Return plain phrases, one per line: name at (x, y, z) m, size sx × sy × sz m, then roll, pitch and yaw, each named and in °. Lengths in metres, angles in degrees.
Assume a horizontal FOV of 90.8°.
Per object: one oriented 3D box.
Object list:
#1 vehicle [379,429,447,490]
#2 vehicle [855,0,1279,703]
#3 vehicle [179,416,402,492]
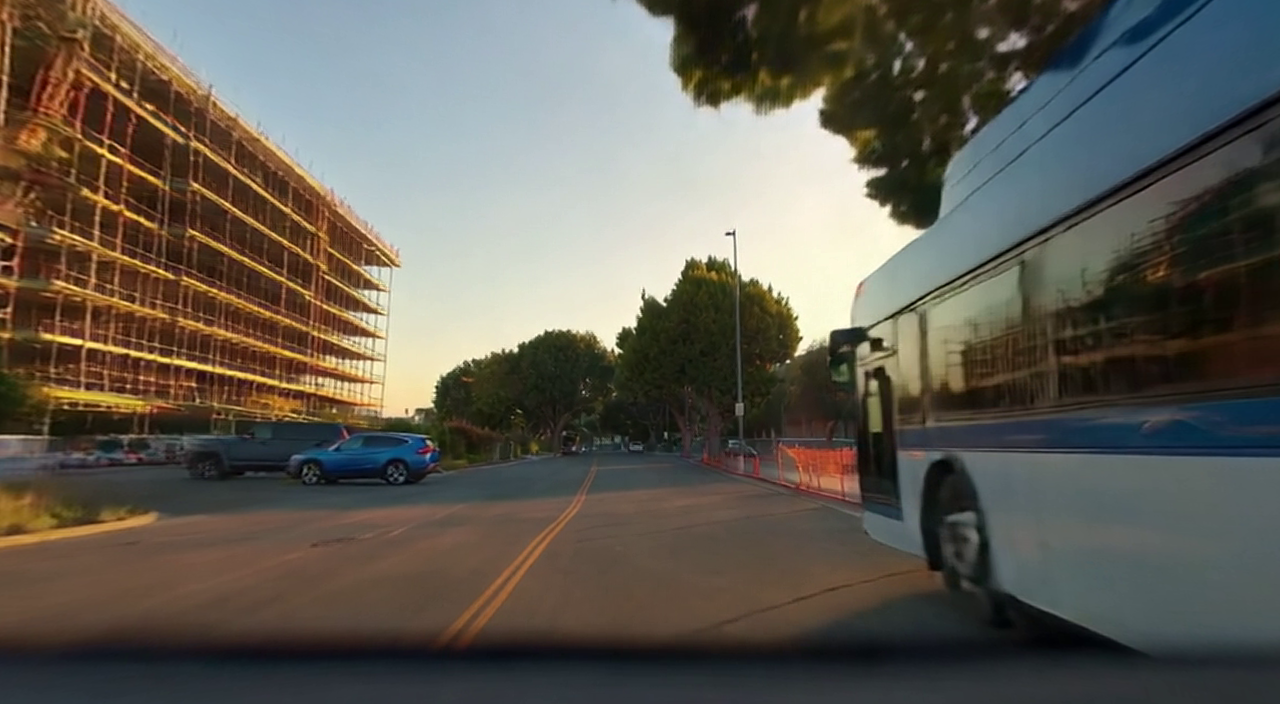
vehicle at (-8.307, 3.909, 23.295) m, size 1.515 × 2.074 × 2.668 m, roll 0°, pitch -8°, yaw -1°
vehicle at (3.830, -0.204, 1.079) m, size 3.040 × 3.424 × 12.508 m, roll 0°, pitch -9°, yaw 2°
vehicle at (-13.723, 4.111, 25.501) m, size 7.067 × 2.785 × 2.980 m, roll 2°, pitch -9°, yaw -9°
